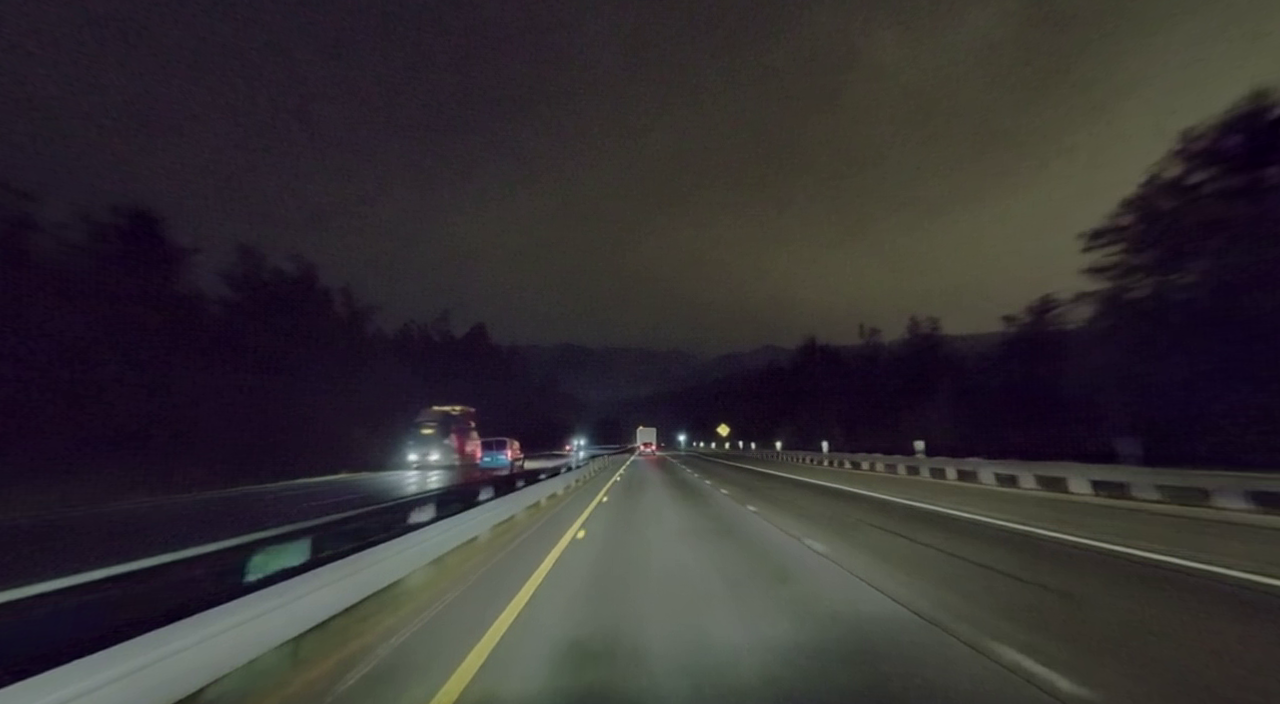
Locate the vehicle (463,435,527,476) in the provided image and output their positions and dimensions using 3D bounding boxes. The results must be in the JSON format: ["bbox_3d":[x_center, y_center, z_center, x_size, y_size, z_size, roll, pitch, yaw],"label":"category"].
[{"bbox_3d":[-7.066,5.082,31.164,2.068,1.897,4.372,0,-8,1],"label":"vehicle"}]

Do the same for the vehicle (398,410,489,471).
[{"bbox_3d":[-14.777,6.886,48.829,2.905,4.091,12.827,0,-8,0],"label":"vehicle"}]
